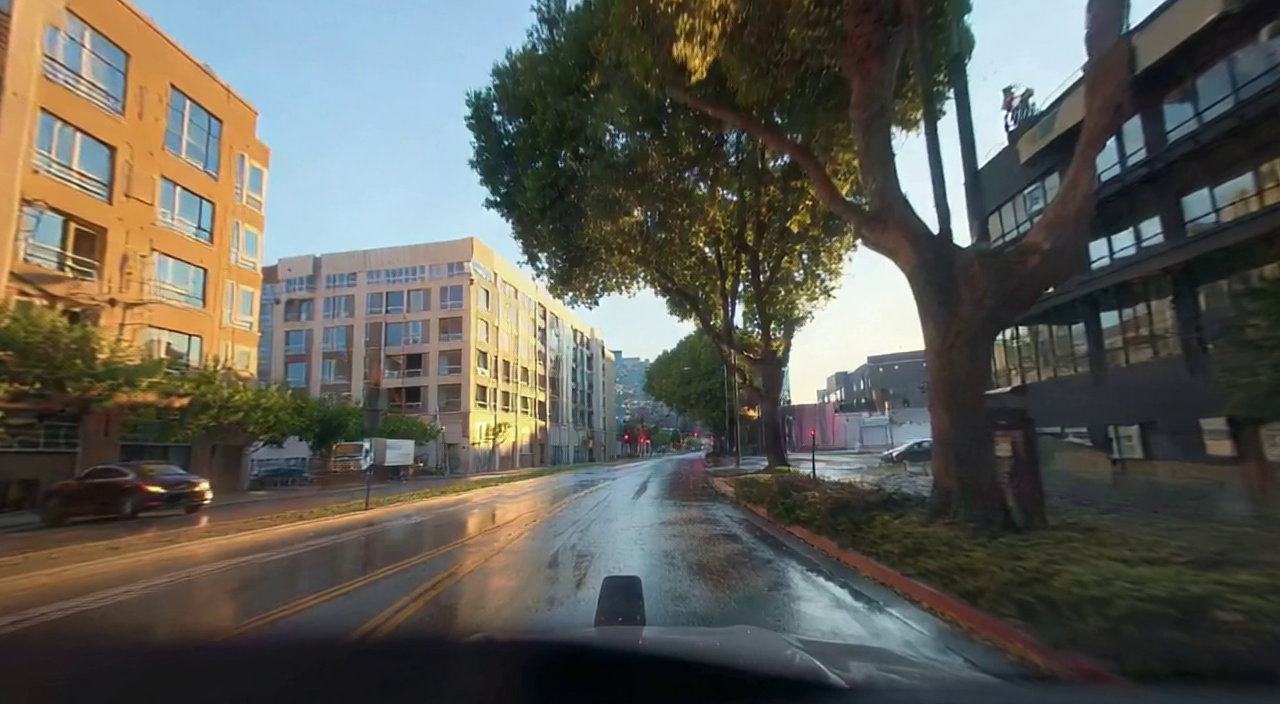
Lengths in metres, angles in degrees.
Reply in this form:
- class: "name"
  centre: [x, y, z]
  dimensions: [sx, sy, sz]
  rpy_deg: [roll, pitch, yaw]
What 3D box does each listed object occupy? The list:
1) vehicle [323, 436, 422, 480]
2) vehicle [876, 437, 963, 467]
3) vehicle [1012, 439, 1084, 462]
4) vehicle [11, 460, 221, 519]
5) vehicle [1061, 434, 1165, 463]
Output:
- class: "vehicle"
  centre: [-18.836, 7.447, 44.717]
  dimensions: [2.166, 2.698, 7.006]
  rpy_deg: [-8, -10, 21]
- class: "vehicle"
  centre: [15.679, 5.671, 35.462]
  dimensions: [3.997, 1.579, 1.799]
  rpy_deg: [-2, -11, 4]
- class: "vehicle"
  centre: [27.801, 6.771, 42.912]
  dimensions: [3.531, 1.414, 1.906]
  rpy_deg: [-2, -11, 7]
- class: "vehicle"
  centre: [-14.495, 3.804, 17.547]
  dimensions: [4.330, 1.463, 1.832]
  rpy_deg: [-1, -9, 4]
- class: "vehicle"
  centre: [27.324, 5.607, 36.457]
  dimensions: [4.307, 1.544, 1.949]
  rpy_deg: [-2, -9, 8]
